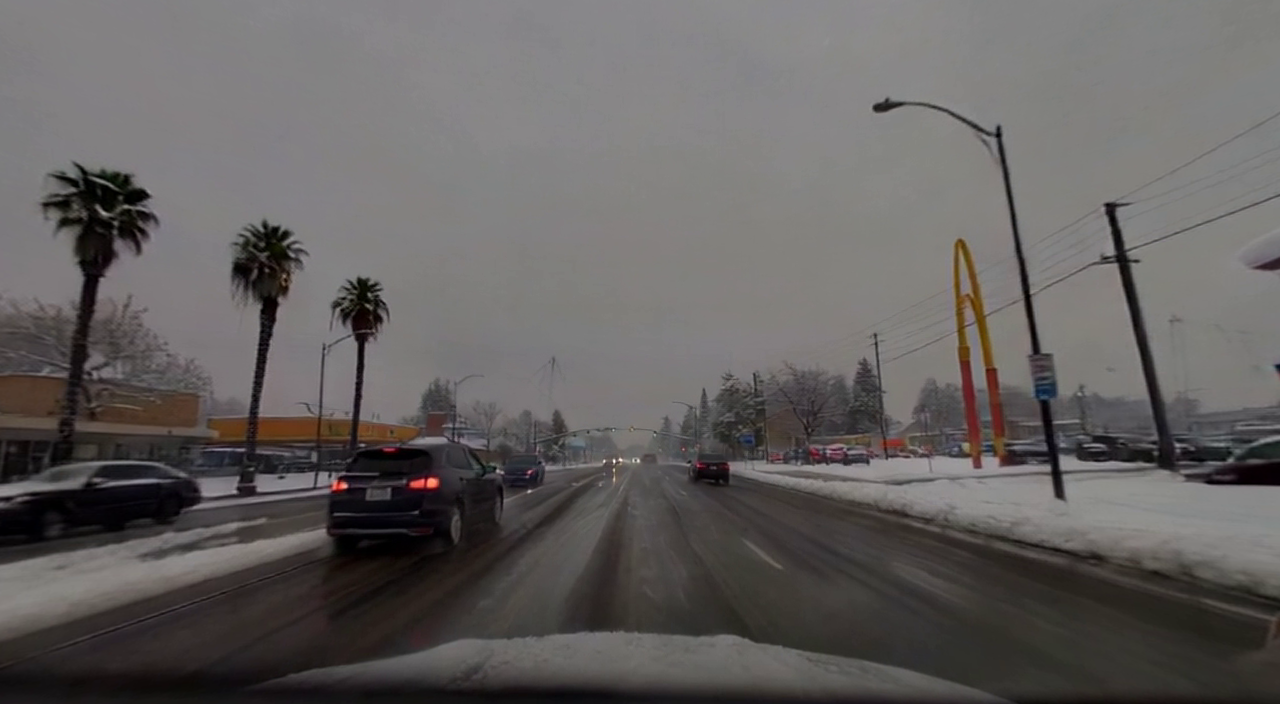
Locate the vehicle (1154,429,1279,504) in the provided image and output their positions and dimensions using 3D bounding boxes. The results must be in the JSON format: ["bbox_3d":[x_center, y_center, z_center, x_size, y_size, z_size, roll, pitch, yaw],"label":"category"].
[{"bbox_3d":[15.454,2.727,15.212,4.298,1.646,1.999,0,-9,1],"label":"vehicle"}]

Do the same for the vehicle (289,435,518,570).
[{"bbox_3d":[-3.147,2.072,9.474,2.021,1.550,4.090,1,-9,-3],"label":"vehicle"}]

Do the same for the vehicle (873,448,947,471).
[{"bbox_3d":[18.192,7.197,42.557,4.750,1.478,1.998,5,-10,-29],"label":"vehicle"}]

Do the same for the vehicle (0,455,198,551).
[{"bbox_3d":[-11.373,2.842,12.489,1.940,1.550,4.525,-1,-10,1],"label":"vehicle"}]

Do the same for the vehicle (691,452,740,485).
[{"bbox_3d":[3.662,5.715,31.207,1.889,1.448,4.262,0,-9,0],"label":"vehicle"}]
